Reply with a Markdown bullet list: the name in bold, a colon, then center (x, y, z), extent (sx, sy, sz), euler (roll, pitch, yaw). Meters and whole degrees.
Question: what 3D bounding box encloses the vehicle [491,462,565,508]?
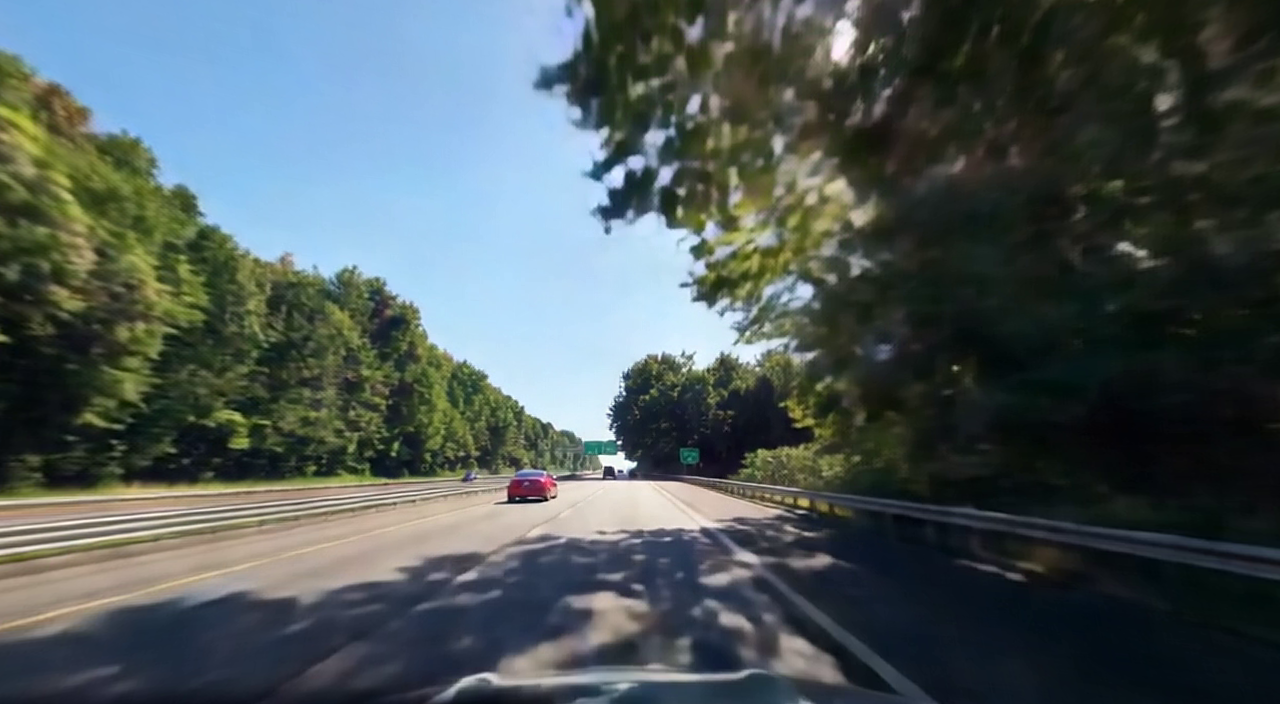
- **vehicle**: center (-4.102, 4.959, 23.724), extent (1.954, 1.509, 4.094), euler (1, -10, 1)
